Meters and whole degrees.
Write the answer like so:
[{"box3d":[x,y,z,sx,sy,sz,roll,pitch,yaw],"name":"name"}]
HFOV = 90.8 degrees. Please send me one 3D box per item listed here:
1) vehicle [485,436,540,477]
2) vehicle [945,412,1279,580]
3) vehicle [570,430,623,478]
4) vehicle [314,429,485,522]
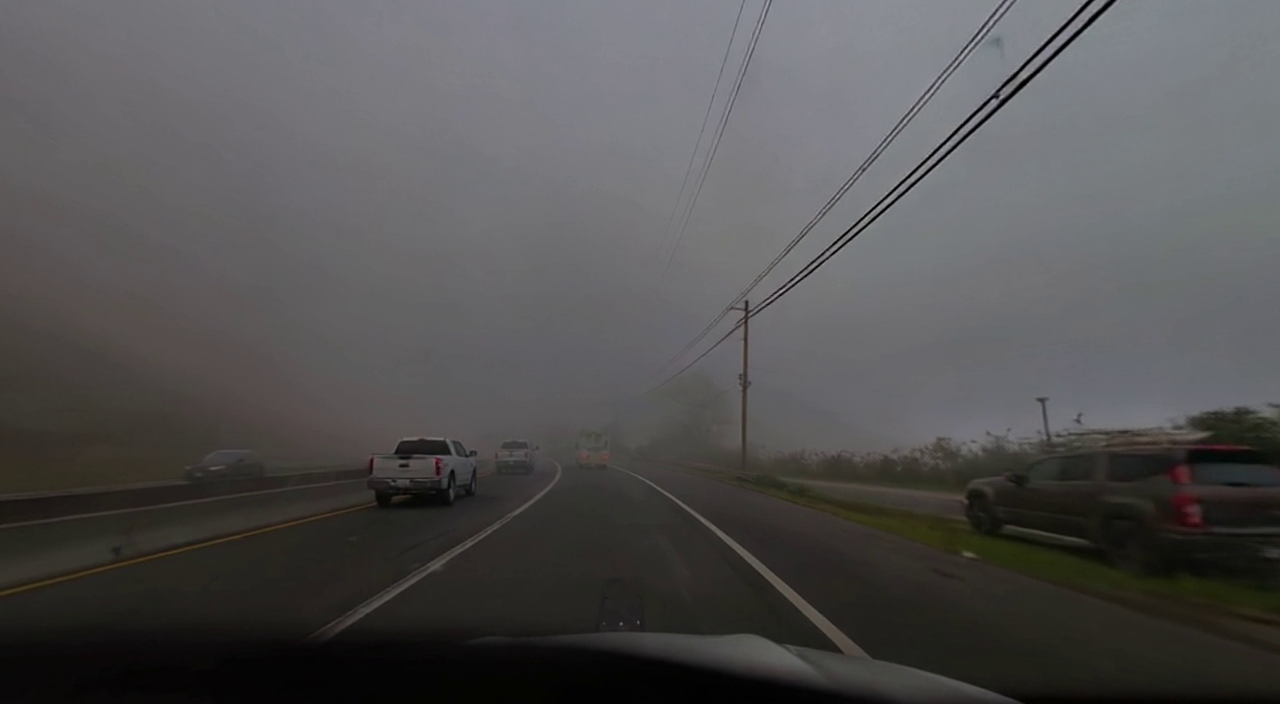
[{"box3d":[-6.906,5.720,34.845,2.345,2.012,5.693,1,-9,-6],"name":"vehicle"},{"box3d":[6.618,1.858,9.029,2.058,1.747,4.585,0,-9,-2],"name":"vehicle"},{"box3d":[-2.386,5.359,33.436,2.486,2.280,5.291,1,-9,-7],"name":"vehicle"},{"box3d":[-5.080,2.651,14.180,2.185,1.721,4.550,0,-9,-2],"name":"vehicle"}]
